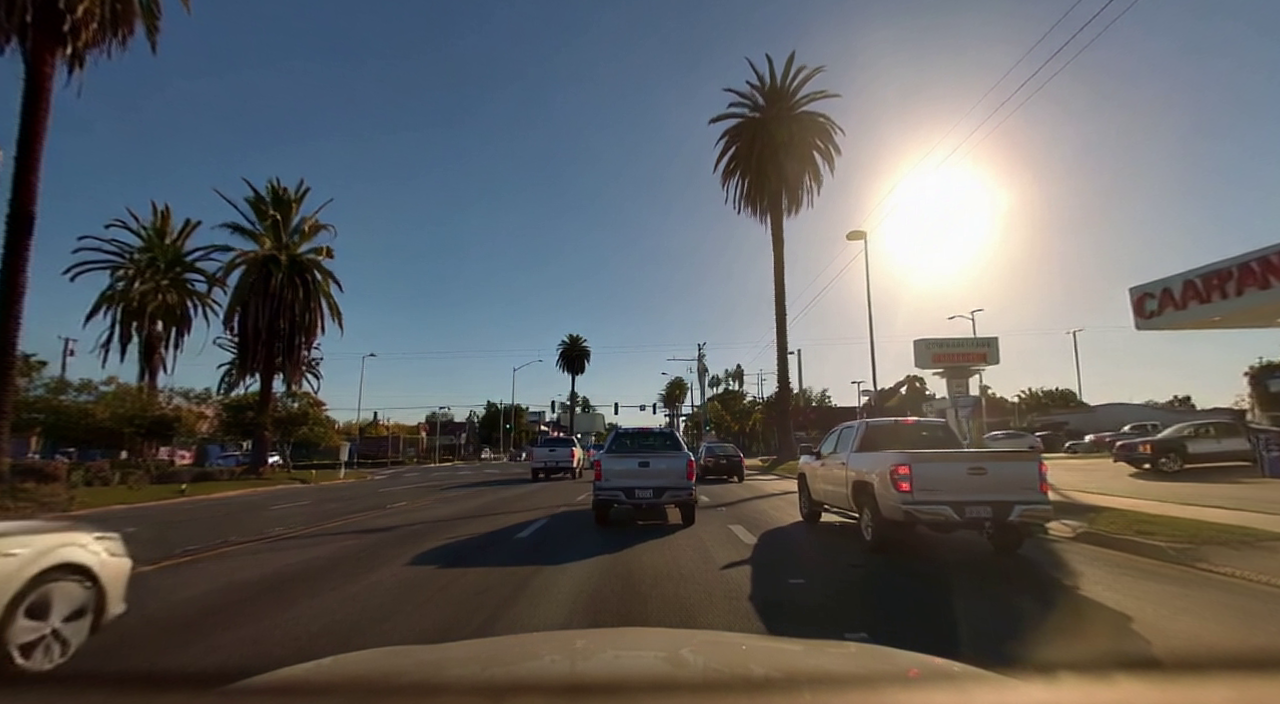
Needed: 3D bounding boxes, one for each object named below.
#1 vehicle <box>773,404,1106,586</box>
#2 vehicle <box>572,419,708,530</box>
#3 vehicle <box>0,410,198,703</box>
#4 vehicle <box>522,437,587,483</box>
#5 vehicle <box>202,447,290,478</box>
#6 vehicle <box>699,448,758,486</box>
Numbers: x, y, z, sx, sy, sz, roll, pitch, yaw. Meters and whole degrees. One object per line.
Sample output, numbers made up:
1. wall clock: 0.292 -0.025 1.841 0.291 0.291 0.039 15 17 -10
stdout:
1. vehicle: 3.612 1.855 9.165 2.120 1.828 5.531 0 -9 0
2. vehicle: 0.060 2.475 13.374 2.295 1.835 5.471 0 -9 1
3. vehicle: -4.073 0.877 1.927 1.983 1.502 4.720 0 -9 0
4. vehicle: -3.606 4.652 27.445 2.071 1.811 4.605 0 -9 2
5. vehicle: -29.104 8.147 46.722 2.543 2.092 6.613 0 -9 -3
6. vehicle: 3.539 4.672 25.816 1.901 1.401 3.965 0 -9 1
